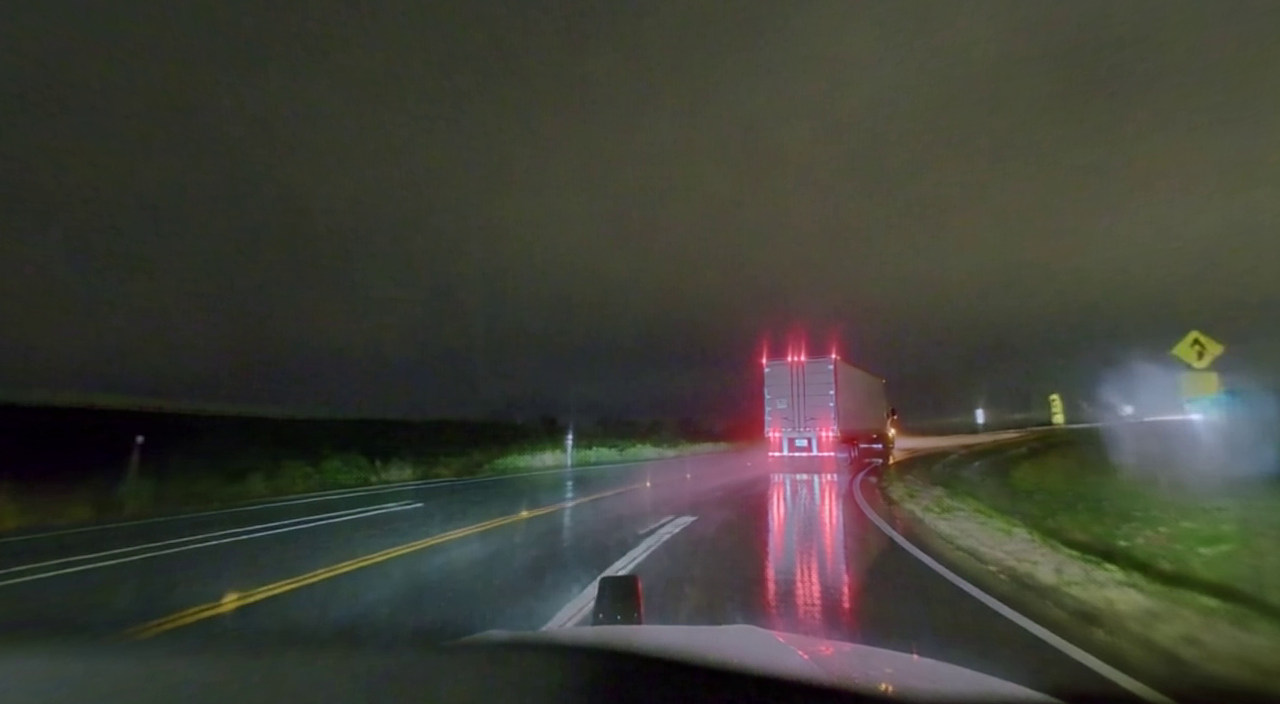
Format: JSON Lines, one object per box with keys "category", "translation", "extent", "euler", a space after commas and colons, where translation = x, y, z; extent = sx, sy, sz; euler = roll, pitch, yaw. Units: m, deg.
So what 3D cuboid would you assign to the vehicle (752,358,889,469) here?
{"category": "vehicle", "translation": [7.953, 2.734, 26.376], "extent": [2.837, 3.712, 10.484], "euler": [-5, -9, 30]}
